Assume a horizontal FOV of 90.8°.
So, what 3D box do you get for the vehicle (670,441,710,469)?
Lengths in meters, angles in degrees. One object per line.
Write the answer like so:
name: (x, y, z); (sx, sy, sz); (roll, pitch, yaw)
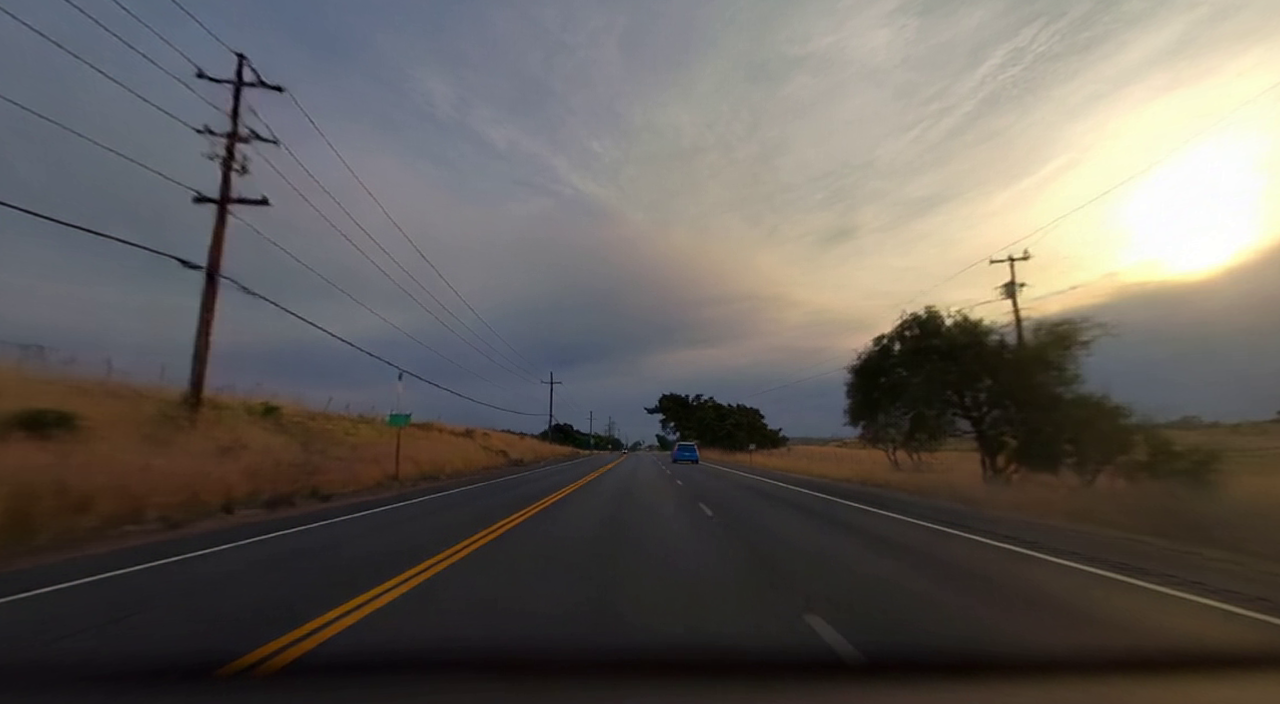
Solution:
vehicle: (3.188, 6.671, 40.909); (2.135, 1.692, 4.185); (0, -9, -2)
